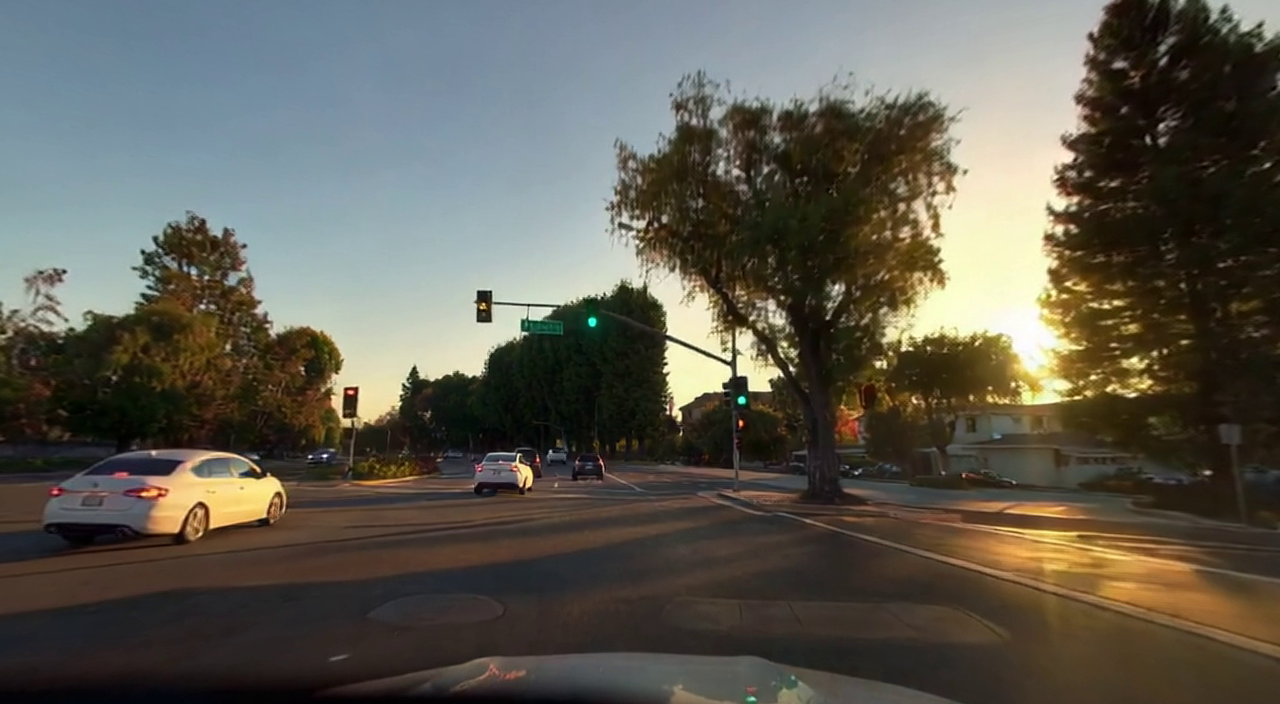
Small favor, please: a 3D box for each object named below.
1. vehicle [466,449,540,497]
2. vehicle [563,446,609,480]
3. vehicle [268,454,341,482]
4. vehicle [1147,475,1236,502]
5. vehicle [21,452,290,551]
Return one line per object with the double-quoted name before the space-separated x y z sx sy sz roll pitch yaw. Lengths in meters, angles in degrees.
"vehicle" -5.128 4.566 24.276 2.098 1.613 4.606 0 -9 -4
"vehicle" -3.462 6.873 39.563 2.526 1.982 5.294 1 -9 -8
"vehicle" -19.151 6.592 36.275 2.052 1.450 4.634 1 -9 -6
"vehicle" 36.493 8.992 41.968 1.738 1.496 4.213 1 -9 -8
"vehicle" -8.458 2.584 11.621 1.889 1.429 4.029 0 -9 -3
